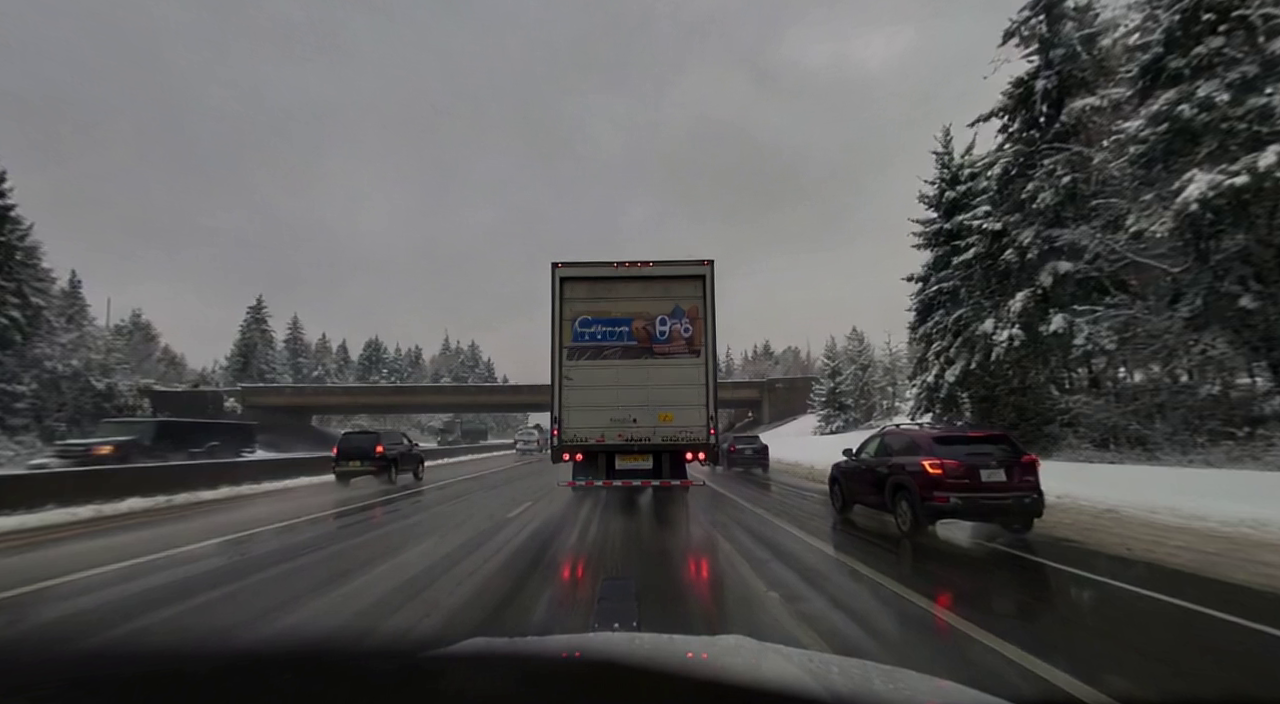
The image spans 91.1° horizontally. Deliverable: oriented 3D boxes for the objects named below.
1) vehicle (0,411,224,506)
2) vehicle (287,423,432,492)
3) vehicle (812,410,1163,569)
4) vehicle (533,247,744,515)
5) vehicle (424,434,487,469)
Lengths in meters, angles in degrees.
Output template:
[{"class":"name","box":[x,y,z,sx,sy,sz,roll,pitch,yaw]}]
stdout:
[{"class":"vehicle","box":[-16.358,3.244,19.764,2.446,2.501,5.970,0,-8,0]},{"class":"vehicle","box":[-7.731,2.931,17.912,2.057,1.698,4.550,0,-8,-1]},{"class":"vehicle","box":[4.005,1.640,8.426,2.003,1.519,4.580,0,-8,-1]},{"class":"vehicle","box":[-0.113,1.015,13.798,2.911,3.787,9.905,0,-8,-1]},{"class":"vehicle","box":[-8.407,4.542,28.969,1.845,1.488,3.656,0,-8,-1]}]
